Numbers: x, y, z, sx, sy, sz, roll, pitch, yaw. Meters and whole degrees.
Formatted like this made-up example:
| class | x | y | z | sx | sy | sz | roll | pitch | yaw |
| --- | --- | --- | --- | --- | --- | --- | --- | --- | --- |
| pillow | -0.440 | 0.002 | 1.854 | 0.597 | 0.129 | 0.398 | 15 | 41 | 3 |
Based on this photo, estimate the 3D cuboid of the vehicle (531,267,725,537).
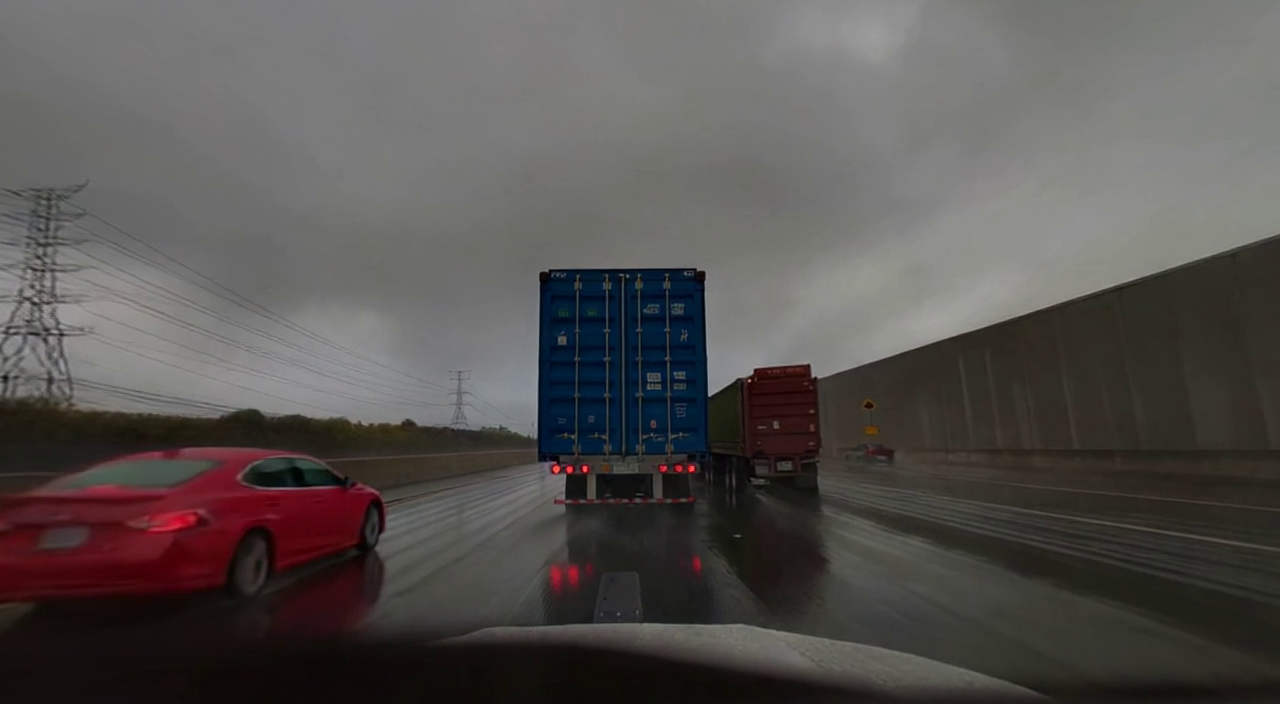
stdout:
| class | x | y | z | sx | sy | sz | roll | pitch | yaw |
| --- | --- | --- | --- | --- | --- | --- | --- | --- | --- |
| vehicle | -0.172 | 1.584 | 15.559 | 2.841 | 4.071 | 12.046 | 0 | -9 | 0 |

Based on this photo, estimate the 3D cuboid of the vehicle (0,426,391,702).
| class | x | y | z | sx | sy | sz | roll | pitch | yaw |
| --- | --- | --- | --- | --- | --- | --- | --- | --- | --- |
| vehicle | -4.182 | 1.497 | 5.756 | 1.993 | 1.475 | 4.540 | 0 | -9 | 0 |

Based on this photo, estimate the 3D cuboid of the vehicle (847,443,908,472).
| class | x | y | z | sx | sy | sz | roll | pitch | yaw |
| --- | --- | --- | --- | --- | --- | --- | --- | --- | --- |
| vehicle | 12.768 | 5.706 | 34.280 | 1.766 | 1.452 | 3.703 | 0 | -9 | -2 |
